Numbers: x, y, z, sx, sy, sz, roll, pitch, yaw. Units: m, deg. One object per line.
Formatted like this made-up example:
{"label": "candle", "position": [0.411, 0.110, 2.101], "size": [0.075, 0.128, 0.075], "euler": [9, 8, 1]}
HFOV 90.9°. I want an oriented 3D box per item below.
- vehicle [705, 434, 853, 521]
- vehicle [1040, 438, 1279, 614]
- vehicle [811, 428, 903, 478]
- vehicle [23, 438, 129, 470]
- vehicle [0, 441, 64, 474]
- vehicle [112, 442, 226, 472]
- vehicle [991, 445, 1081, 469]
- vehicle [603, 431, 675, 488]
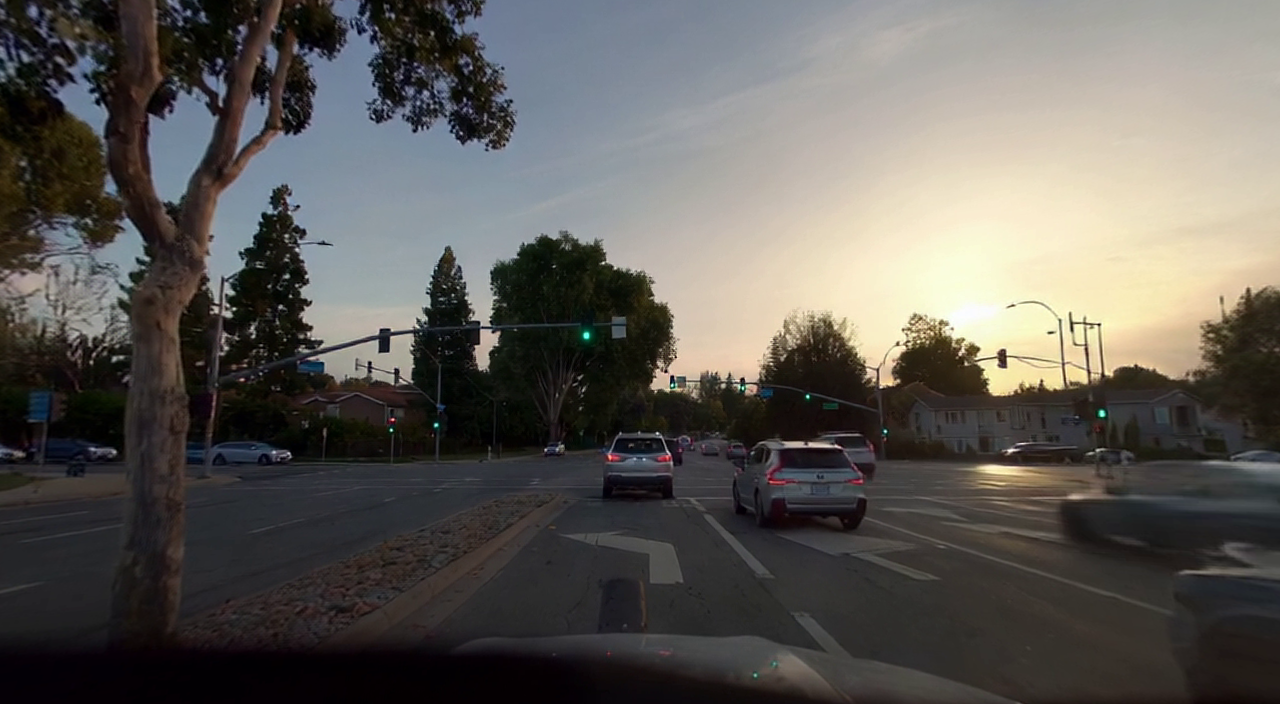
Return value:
{"label": "vehicle", "position": [2.614, 2.481, 13.064], "size": [2.009, 1.480, 4.423], "euler": [0, -8, -1]}
{"label": "vehicle", "position": [6.266, 1.569, 6.080], "size": [1.900, 1.440, 4.466], "euler": [0, -8, 1]}
{"label": "vehicle", "position": [9.448, 4.454, 27.979], "size": [2.207, 1.990, 5.173], "euler": [0, -8, 0]}
{"label": "vehicle", "position": [-36.866, 6.630, 41.273], "size": [4.771, 1.778, 2.032], "euler": [3, -8, -3]}
{"label": "vehicle", "position": [-35.031, 5.767, 34.710], "size": [4.465, 1.693, 1.959], "euler": [2, -9, -1]}
{"label": "vehicle", "position": [-26.342, 5.880, 35.409], "size": [4.724, 1.630, 1.968], "euler": [0, -8, -3]}
{"label": "vehicle", "position": [29.728, 7.887, 47.404], "size": [5.366, 1.653, 2.044], "euler": [1, -9, -1]}
{"label": "vehicle", "position": [-0.134, 3.512, 20.906], "size": [2.099, 1.705, 4.020], "euler": [0, -8, -4]}
